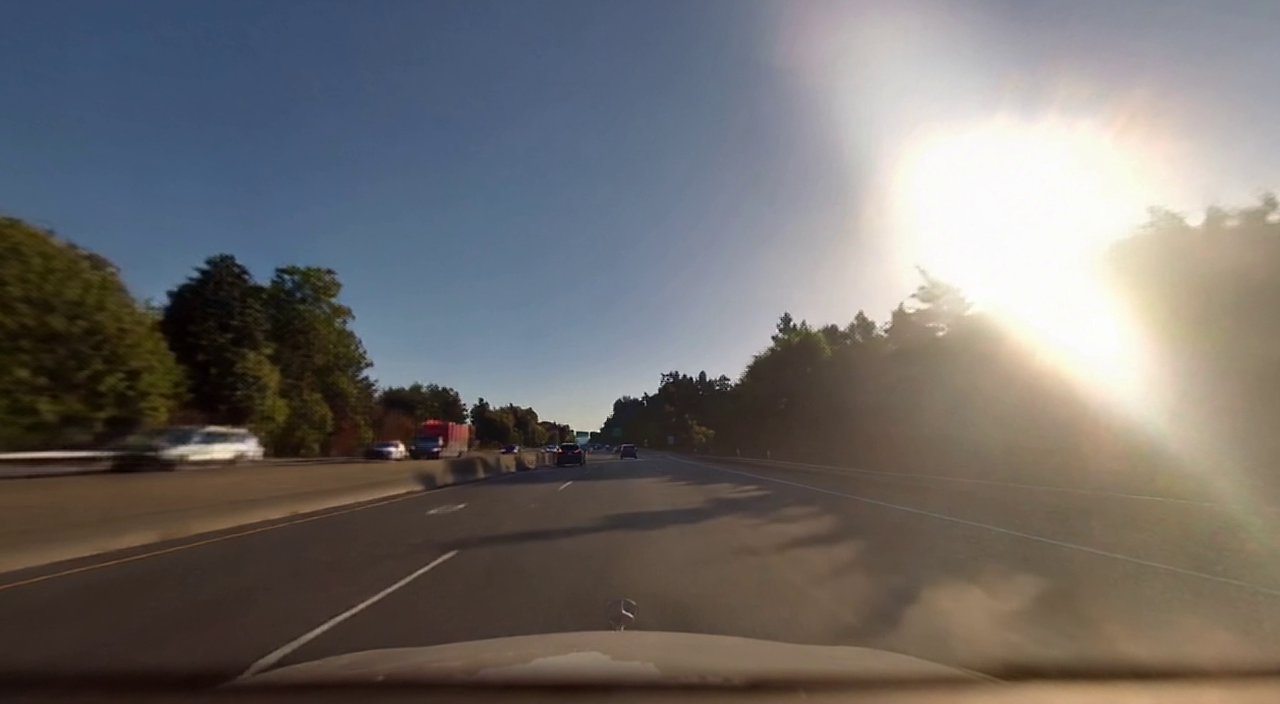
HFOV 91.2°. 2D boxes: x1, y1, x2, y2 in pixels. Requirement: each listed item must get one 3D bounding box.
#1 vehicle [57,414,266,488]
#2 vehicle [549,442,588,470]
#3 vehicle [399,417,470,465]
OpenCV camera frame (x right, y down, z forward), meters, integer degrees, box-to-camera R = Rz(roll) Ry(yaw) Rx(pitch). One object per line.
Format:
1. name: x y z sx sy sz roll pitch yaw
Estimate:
1. vehicle: -12.985 2.763 17.554 2.025 1.744 4.877 0 -9 -1
2. vehicle: -4.591 6.712 40.687 2.098 1.692 4.038 0 -9 -1
3. vehicle: -13.284 5.891 41.175 2.343 2.825 7.354 0 -9 -1
